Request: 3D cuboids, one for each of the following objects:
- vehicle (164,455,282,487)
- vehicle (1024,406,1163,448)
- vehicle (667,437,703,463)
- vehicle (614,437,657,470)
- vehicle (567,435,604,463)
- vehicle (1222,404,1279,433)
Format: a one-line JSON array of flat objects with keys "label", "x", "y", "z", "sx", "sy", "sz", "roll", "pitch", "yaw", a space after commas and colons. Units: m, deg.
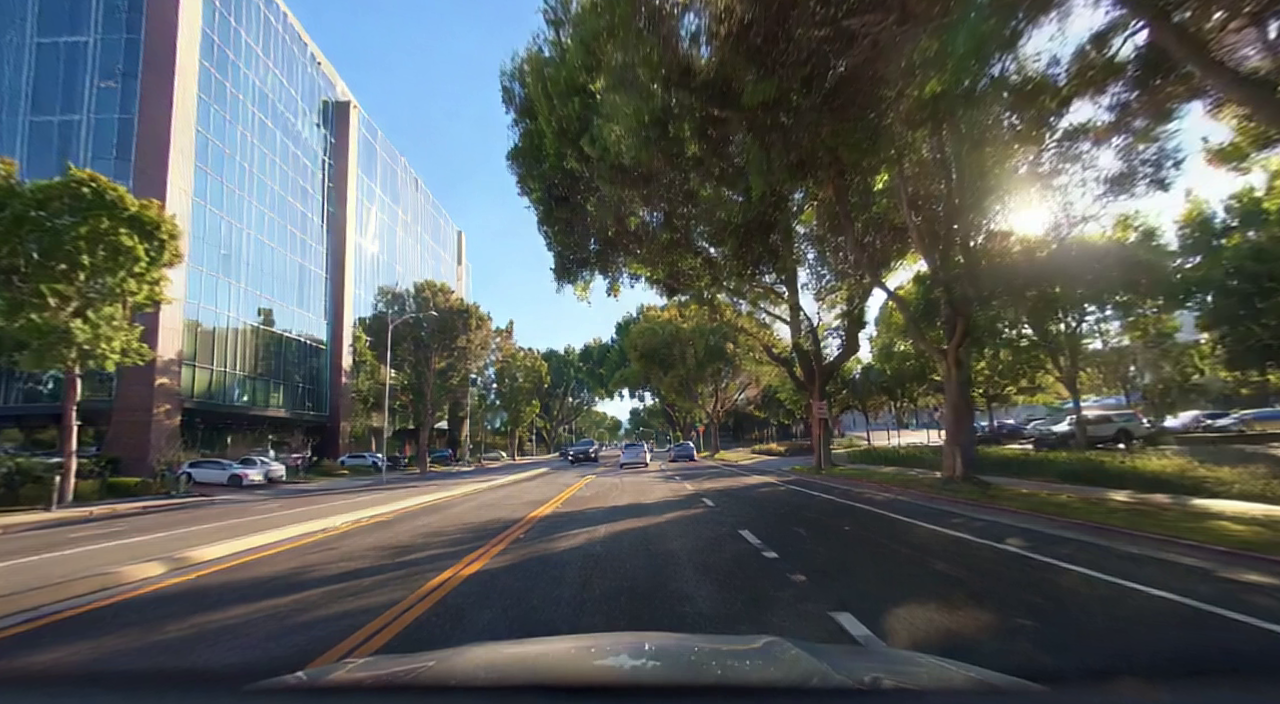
[{"label": "vehicle", "x": -21.179, "y": 6.058, "z": 32.205, "sx": 4.568, "sy": 1.497, "sz": 1.902, "roll": 1, "pitch": -9, "yaw": -8}, {"label": "vehicle", "x": 20.781, "y": 3.482, "z": 29.067, "sx": 4.632, "sy": 1.582, "sz": 2.071, "roll": -4, "pitch": -8, "yaw": 4}, {"label": "vehicle", "x": 3.125, "y": 6.946, "z": 44.864, "sx": 2.189, "sy": 1.766, "sz": 4.495, "roll": 0, "pitch": -8, "yaw": -1}, {"label": "vehicle", "x": -0.225, "y": 5.378, "z": 33.518, "sx": 2.109, "sy": 1.612, "sz": 3.963, "roll": 0, "pitch": -8, "yaw": 0}, {"label": "vehicle", "x": -4.041, "y": 7.340, "z": 47.698, "sx": 2.301, "sy": 1.946, "sz": 5.199, "roll": 0, "pitch": -8, "yaw": 1}, {"label": "vehicle", "x": 35.578, "y": 3.688, "z": 35.089, "sx": 4.226, "sy": 1.495, "sz": 1.893, "roll": -1, "pitch": -9, "yaw": 3}]
